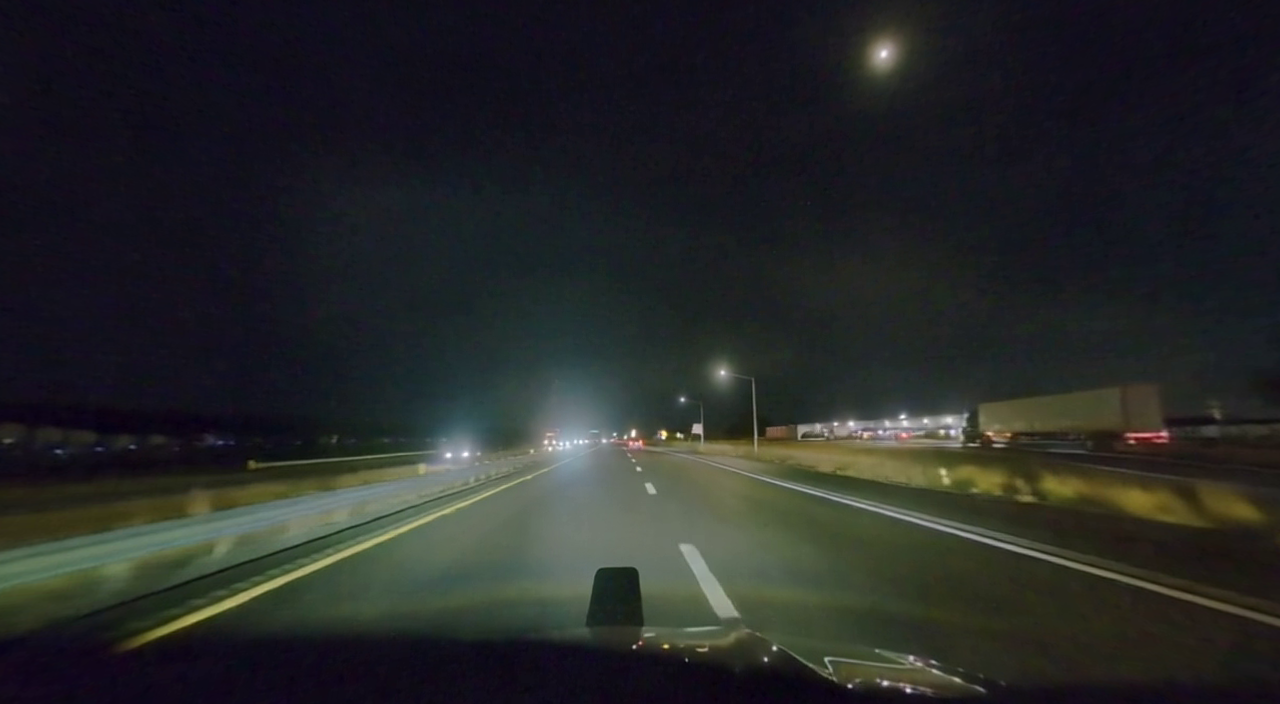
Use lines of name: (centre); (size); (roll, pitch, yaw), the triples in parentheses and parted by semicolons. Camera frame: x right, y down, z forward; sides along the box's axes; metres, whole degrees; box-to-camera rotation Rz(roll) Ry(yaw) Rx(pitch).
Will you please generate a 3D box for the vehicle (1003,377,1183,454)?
vehicle: (31.630, 4.871, 45.785); (3.114, 4.328, 18.495); (-5, -8, 12)
